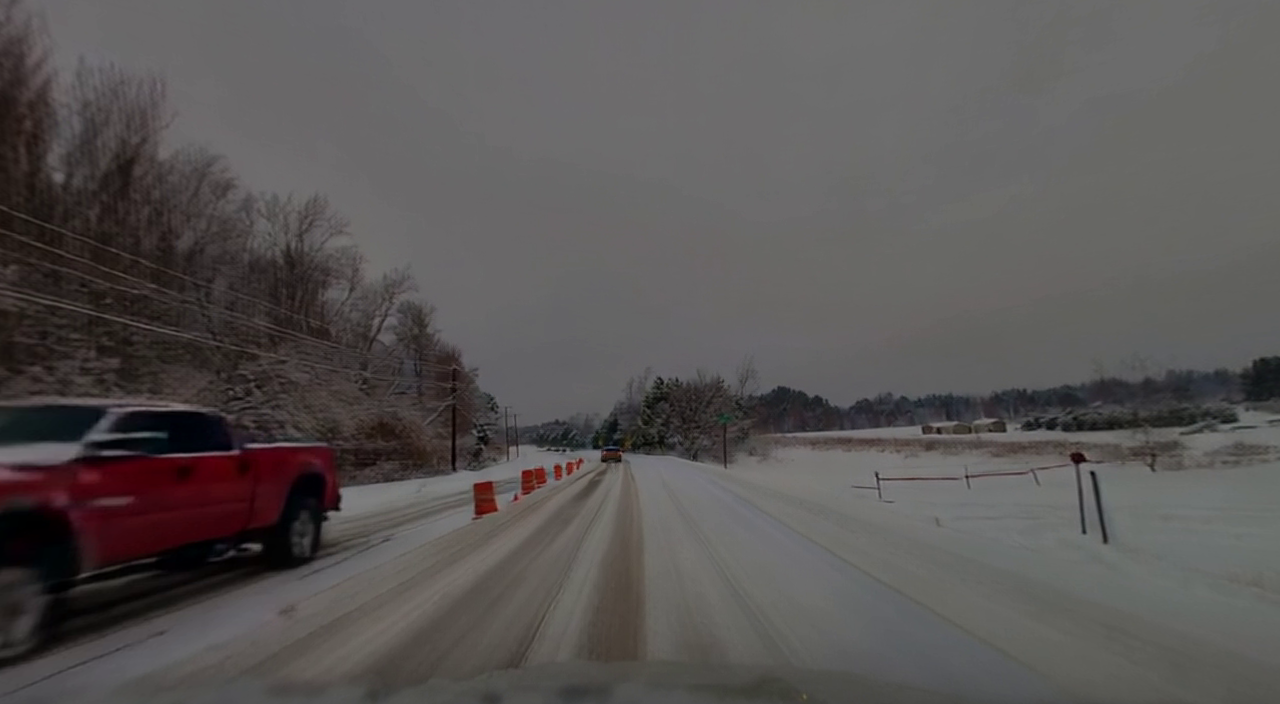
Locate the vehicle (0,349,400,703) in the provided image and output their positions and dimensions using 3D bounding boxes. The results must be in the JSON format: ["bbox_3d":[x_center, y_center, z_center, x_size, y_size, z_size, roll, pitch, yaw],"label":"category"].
[{"bbox_3d":[-4.488,1.353,5.998,2.128,1.944,5.555,0,-9,1],"label":"vehicle"}]
